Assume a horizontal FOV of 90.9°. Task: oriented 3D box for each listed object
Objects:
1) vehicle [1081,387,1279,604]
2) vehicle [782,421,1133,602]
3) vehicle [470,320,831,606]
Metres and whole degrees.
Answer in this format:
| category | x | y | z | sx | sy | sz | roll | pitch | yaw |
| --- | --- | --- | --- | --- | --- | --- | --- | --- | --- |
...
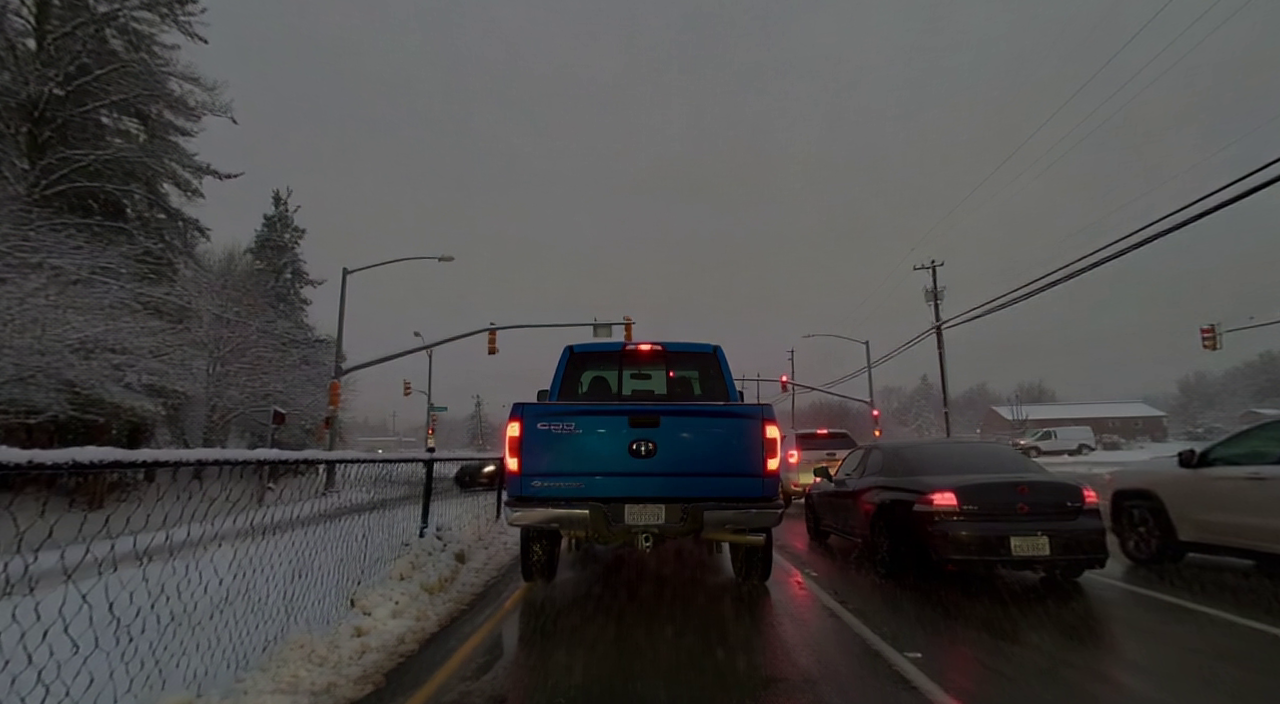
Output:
| category | x | y | z | sx | sy | sz | roll | pitch | yaw |
| --- | --- | --- | --- | --- | --- | --- | --- | --- | --- |
| vehicle | 6.133 | 1.155 | 5.091 | 1.982 | 1.727 | 4.352 | 0 | -8 | 1 |
| vehicle | 3.112 | 1.637 | 7.352 | 1.993 | 1.495 | 4.060 | 0 | -8 | 1 |
| vehicle | 0.089 | 1.313 | 8.157 | 2.831 | 2.284 | 6.149 | 0 | -8 | 0 |
